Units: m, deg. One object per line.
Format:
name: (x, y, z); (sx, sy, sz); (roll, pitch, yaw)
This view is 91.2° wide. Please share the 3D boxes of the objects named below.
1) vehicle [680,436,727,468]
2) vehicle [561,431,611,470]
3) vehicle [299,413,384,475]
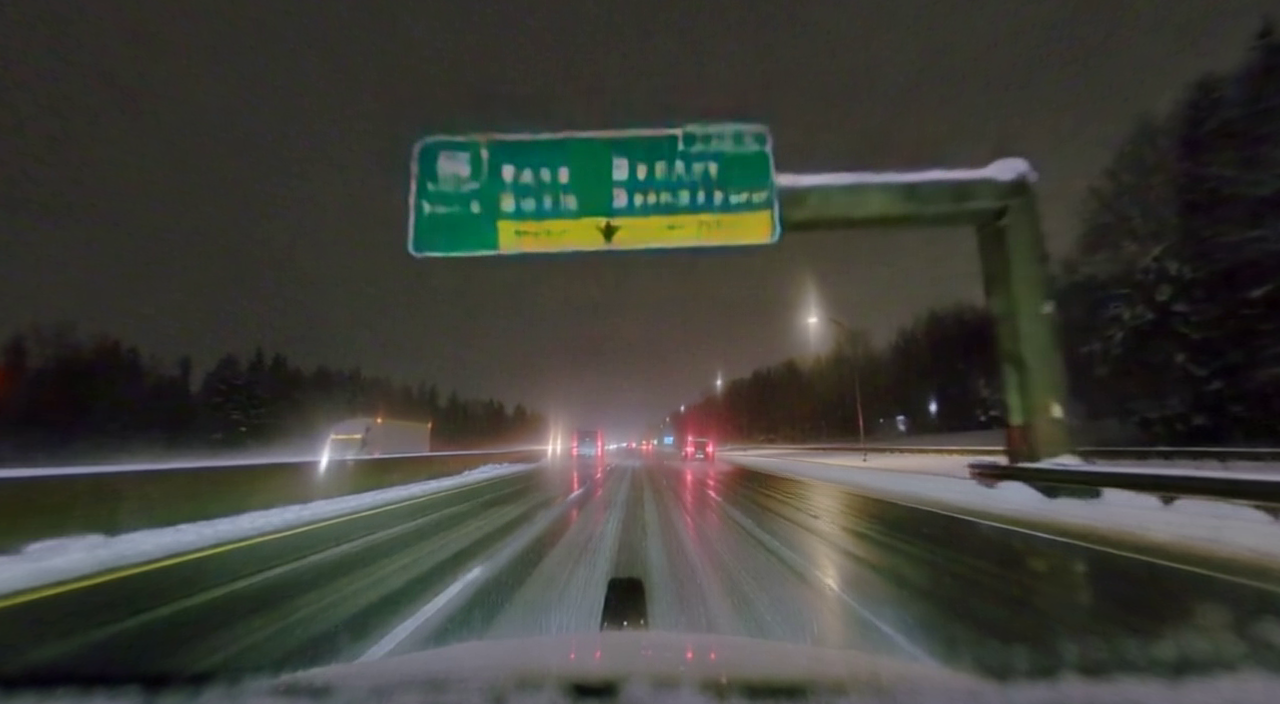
vehicle: (3.504, 5.648, 35.574); (2.202, 1.682, 4.188); (0, -8, 0)
vehicle: (-3.005, 5.601, 35.946); (2.291, 2.052, 4.887); (0, -8, 1)
vehicle: (-21.306, 6.618, 45.193); (2.995, 4.089, 6.180); (0, -8, -1)
